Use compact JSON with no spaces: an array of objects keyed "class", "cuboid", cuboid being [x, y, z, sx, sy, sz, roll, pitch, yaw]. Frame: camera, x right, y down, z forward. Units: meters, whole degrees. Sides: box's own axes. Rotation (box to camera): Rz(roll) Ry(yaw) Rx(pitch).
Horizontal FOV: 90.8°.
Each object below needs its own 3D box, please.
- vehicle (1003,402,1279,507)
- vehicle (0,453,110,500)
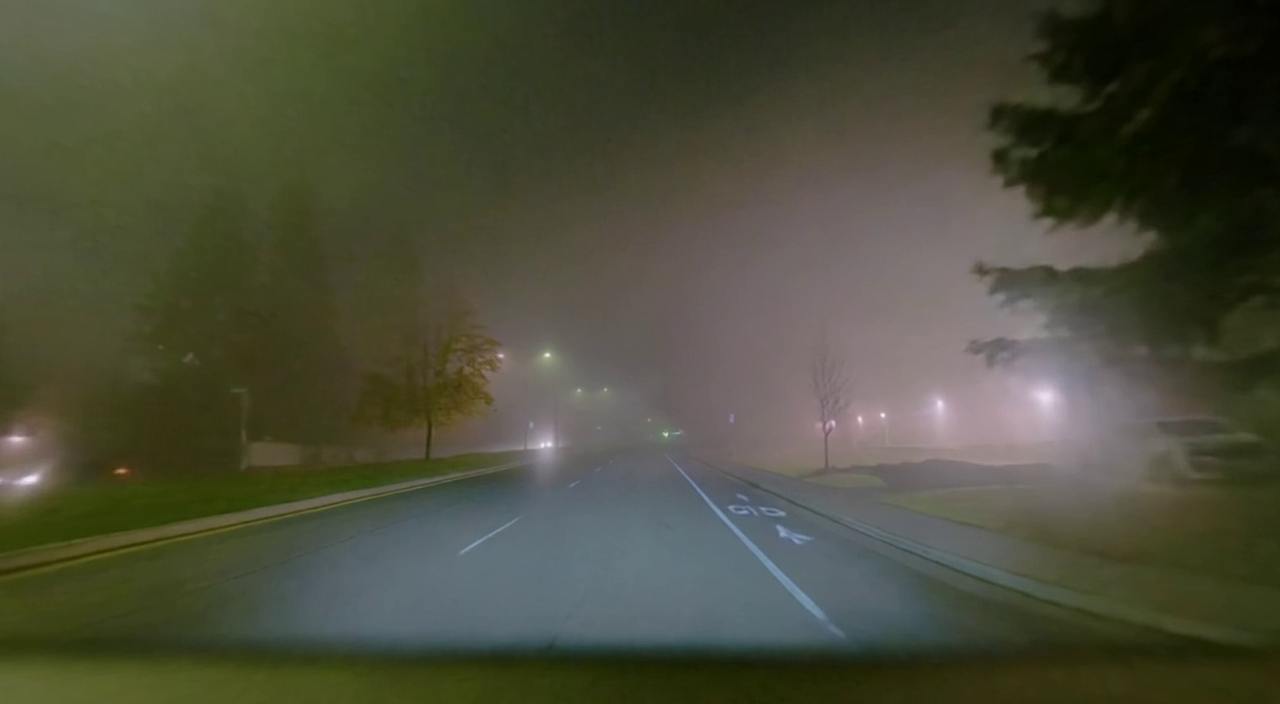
[{"class":"vehicle","cuboid":[10.140,1.946,12.482,2.199,1.661,4.495,3,-8,-31]},{"class":"vehicle","cuboid":[-22.275,4.453,22.836,1.989,1.477,4.760,0,-8,1]}]
